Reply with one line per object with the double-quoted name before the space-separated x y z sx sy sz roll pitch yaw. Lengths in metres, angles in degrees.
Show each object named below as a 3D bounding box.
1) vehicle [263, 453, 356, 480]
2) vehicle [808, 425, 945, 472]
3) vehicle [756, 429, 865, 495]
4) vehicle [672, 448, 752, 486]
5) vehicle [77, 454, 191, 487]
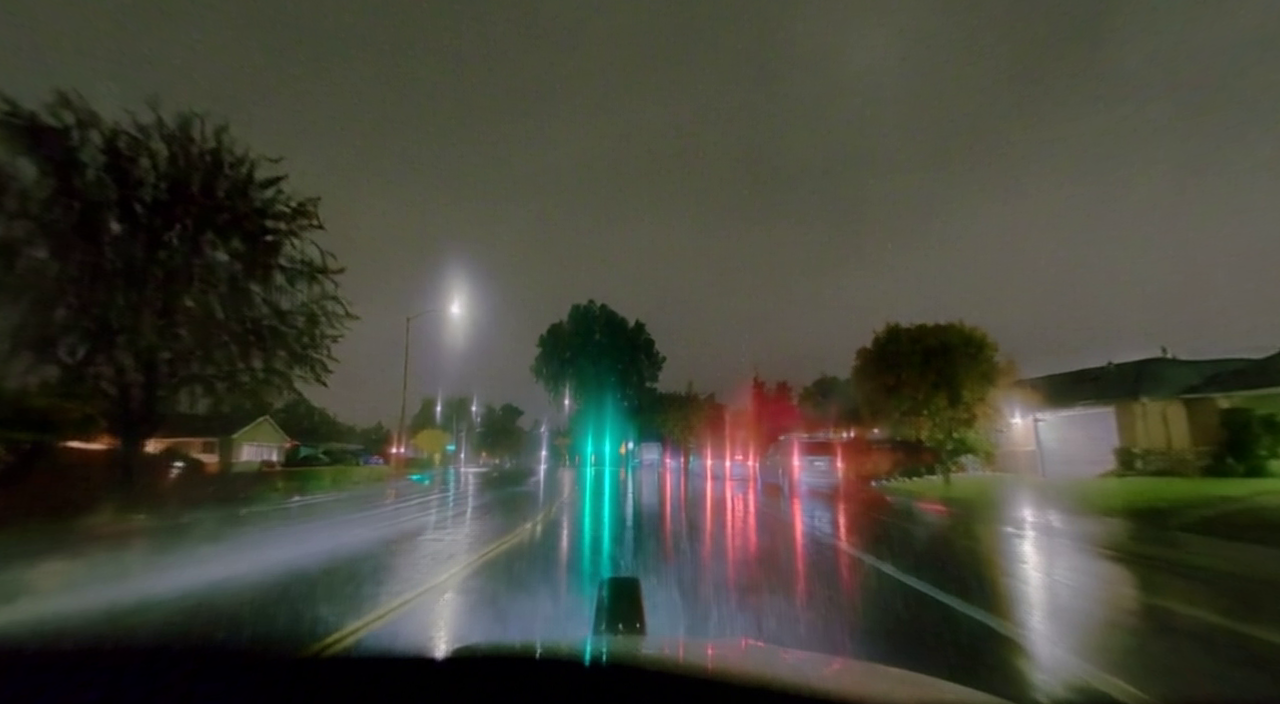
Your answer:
"vehicle" -19.816 6.842 38.064 4.502 1.511 1.939 2 -9 -12
"vehicle" 13.350 5.575 36.169 6.635 2.414 2.896 -1 -12 4
"vehicle" 6.016 3.952 23.095 2.305 2.111 4.965 0 -8 -3
"vehicle" 3.592 5.900 32.803 2.713 1.671 4.939 1 -8 -11
"vehicle" -25.944 6.066 32.533 3.977 1.501 2.143 0 -8 -6
